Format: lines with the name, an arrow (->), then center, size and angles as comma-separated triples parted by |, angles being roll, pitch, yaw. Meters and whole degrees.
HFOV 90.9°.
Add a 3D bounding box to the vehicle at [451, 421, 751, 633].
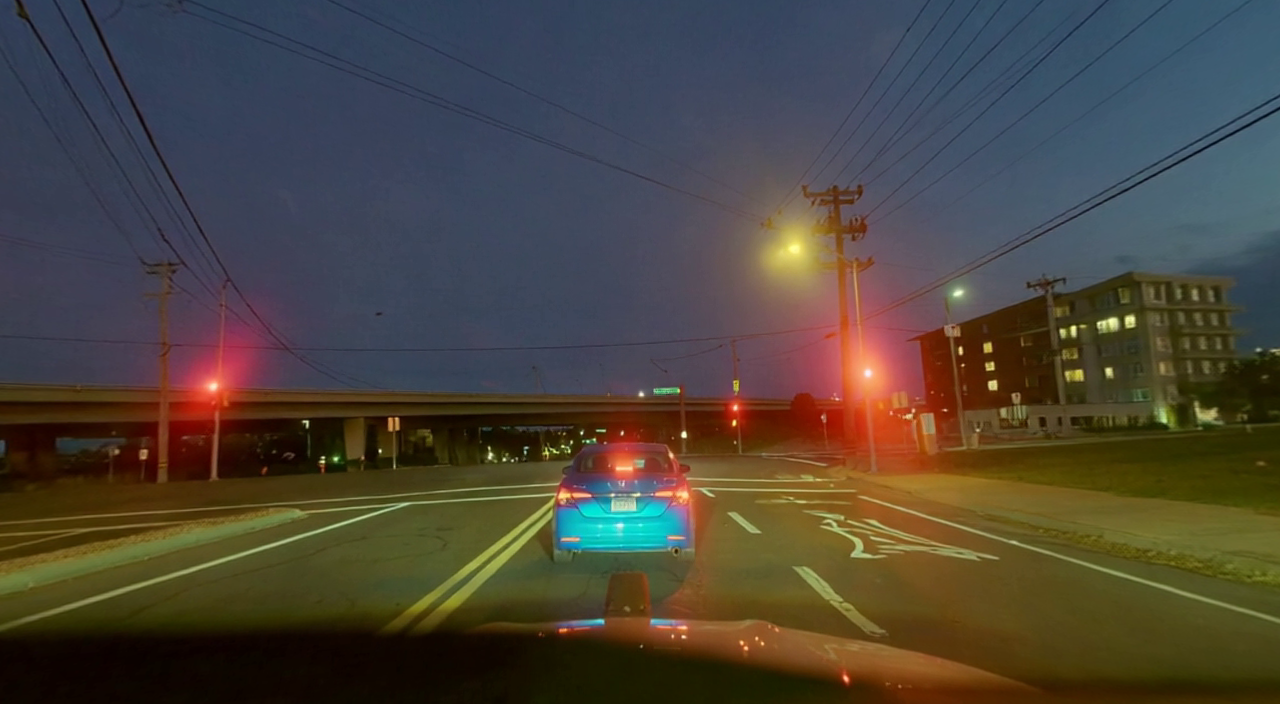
vehicle -> -0.240, 1.527, 6.477 | 2.090, 1.458, 4.033 | -1, -9, 1
